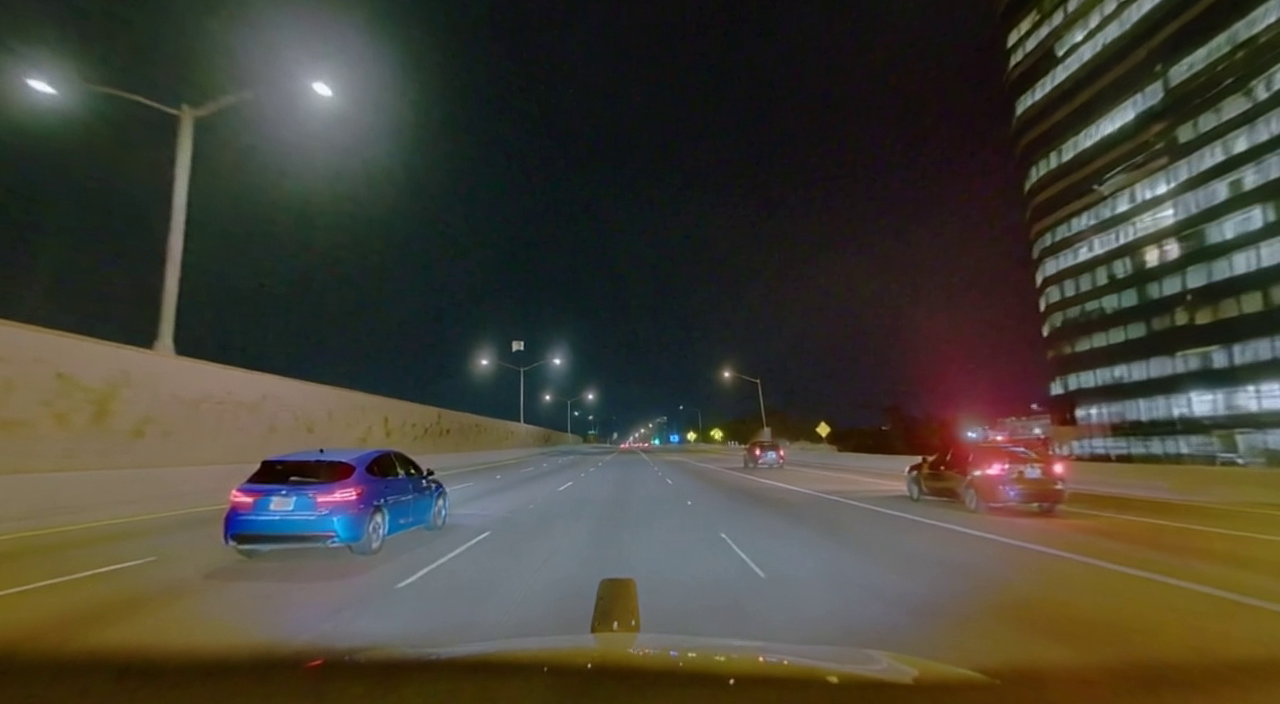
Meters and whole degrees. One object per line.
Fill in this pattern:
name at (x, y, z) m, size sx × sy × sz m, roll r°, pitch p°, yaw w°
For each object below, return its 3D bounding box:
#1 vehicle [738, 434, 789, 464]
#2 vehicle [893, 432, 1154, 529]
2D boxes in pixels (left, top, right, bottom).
vehicle at (9.210, 7.292, 47.533) m, size 2.555 × 2.069 × 5.892 m, roll 0°, pitch -8°, yaw -1°
vehicle at (7.636, 2.578, 13.457) m, size 2.165 × 1.636 × 5.175 m, roll 0°, pitch -8°, yaw -2°
